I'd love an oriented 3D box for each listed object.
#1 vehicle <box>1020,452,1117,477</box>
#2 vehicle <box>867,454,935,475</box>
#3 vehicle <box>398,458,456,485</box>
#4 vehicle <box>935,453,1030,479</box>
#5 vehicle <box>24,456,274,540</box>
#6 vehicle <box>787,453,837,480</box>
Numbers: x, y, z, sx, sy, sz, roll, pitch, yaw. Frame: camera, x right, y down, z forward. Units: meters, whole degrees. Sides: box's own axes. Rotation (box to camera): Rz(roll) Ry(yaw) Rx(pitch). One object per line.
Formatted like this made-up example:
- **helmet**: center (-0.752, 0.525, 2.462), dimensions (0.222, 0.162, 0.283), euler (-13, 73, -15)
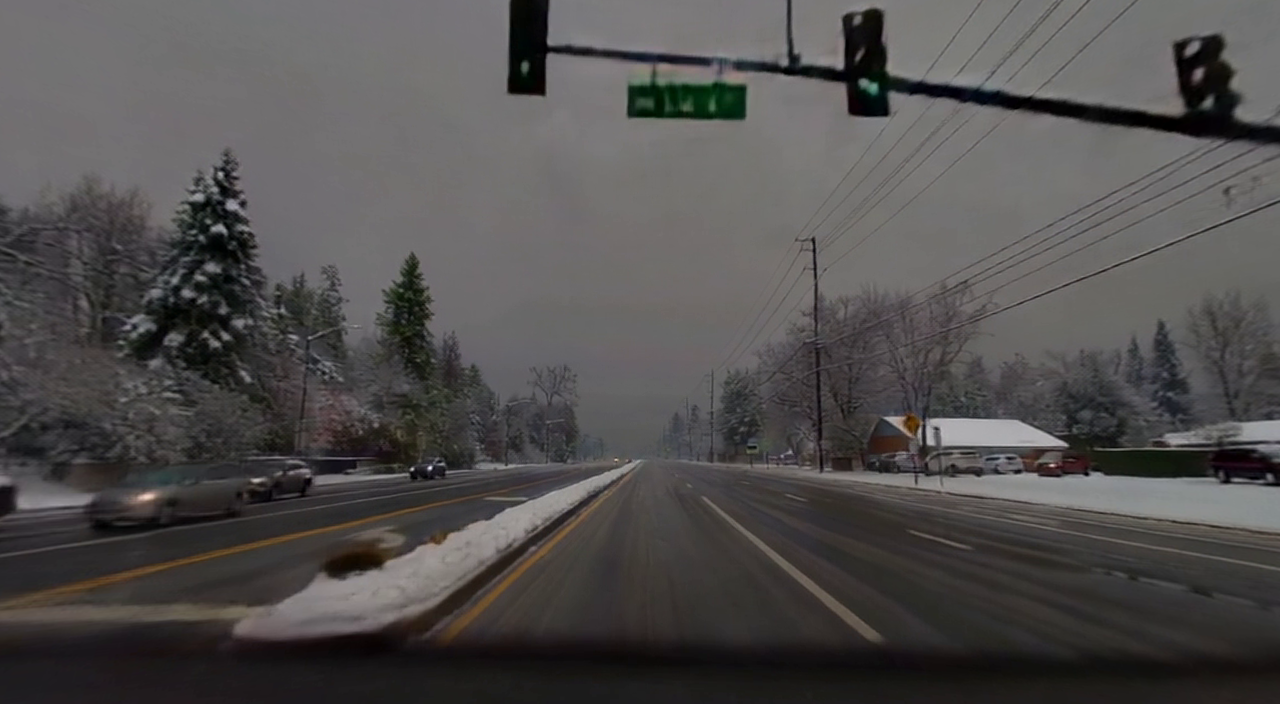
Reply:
- **vehicle**: center (25.667, 6.752, 37.887), dimensions (4.368, 1.394, 1.983), euler (1, -10, 0)
- **vehicle**: center (20.117, 8.698, 48.837), dimensions (4.643, 1.520, 1.894), euler (-3, -9, 18)
- **vehicle**: center (-13.591, 7.640, 40.502), dimensions (2.047, 1.467, 4.611), euler (0, -8, 1)
- **vehicle**: center (20.823, 6.941, 38.416), dimensions (4.664, 1.504, 1.816), euler (0, -9, 2)
- **vehicle**: center (-10.458, 3.084, 14.002), dimensions (1.899, 1.464, 4.418), euler (0, -8, 2)
- **vehicle**: center (12.309, 8.212, 45.414), dimensions (2.182, 1.768, 4.904), euler (0, -8, 0)
